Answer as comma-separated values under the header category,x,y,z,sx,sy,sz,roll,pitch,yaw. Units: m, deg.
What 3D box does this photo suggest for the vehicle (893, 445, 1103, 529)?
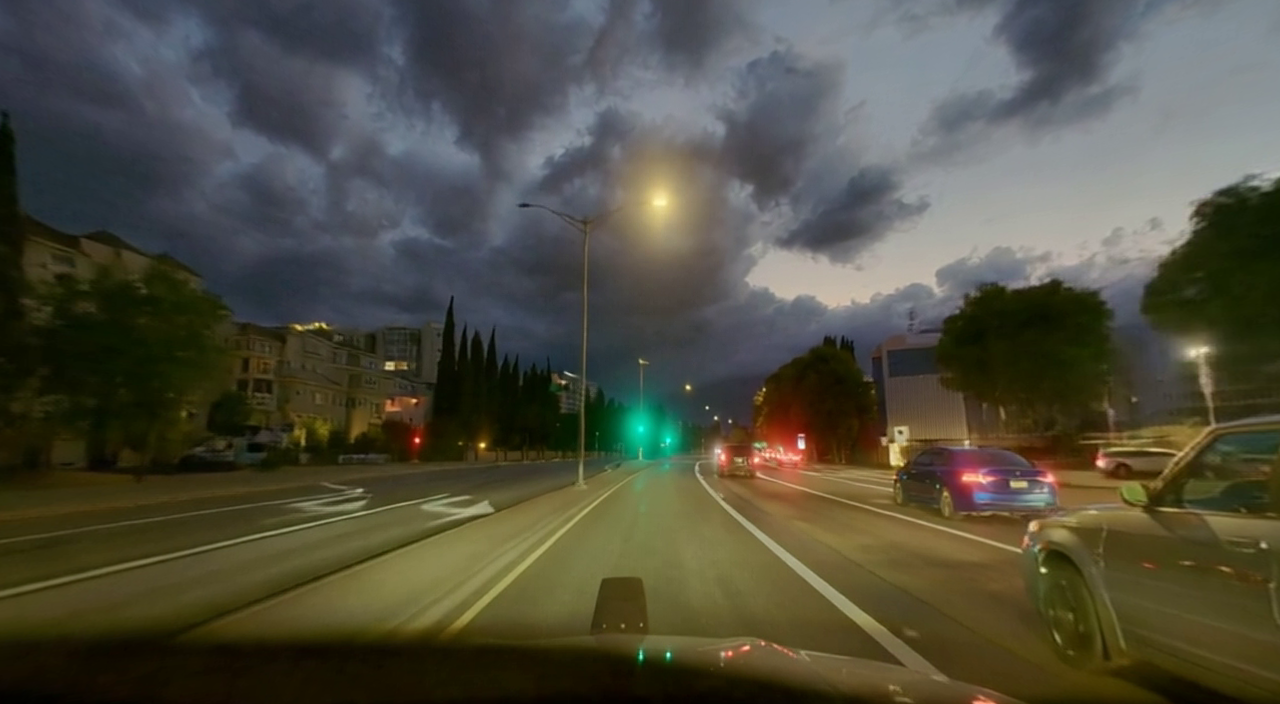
category,x,y,z,sx,sy,sz,roll,pitch,yaw
vehicle,7.413,2.788,13.728,1.899,1.496,4.559,0,-9,0

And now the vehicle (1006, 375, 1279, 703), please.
category,x,y,z,sx,sy,sz,roll,pitch,yaw
vehicle,3.462,0.877,2.246,1.901,1.634,3.952,0,-9,0

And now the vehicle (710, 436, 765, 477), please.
category,x,y,z,sx,sy,sz,roll,pitch,yaw
vehicle,4.730,5.156,31.320,2.154,1.844,4.634,-1,-9,3
